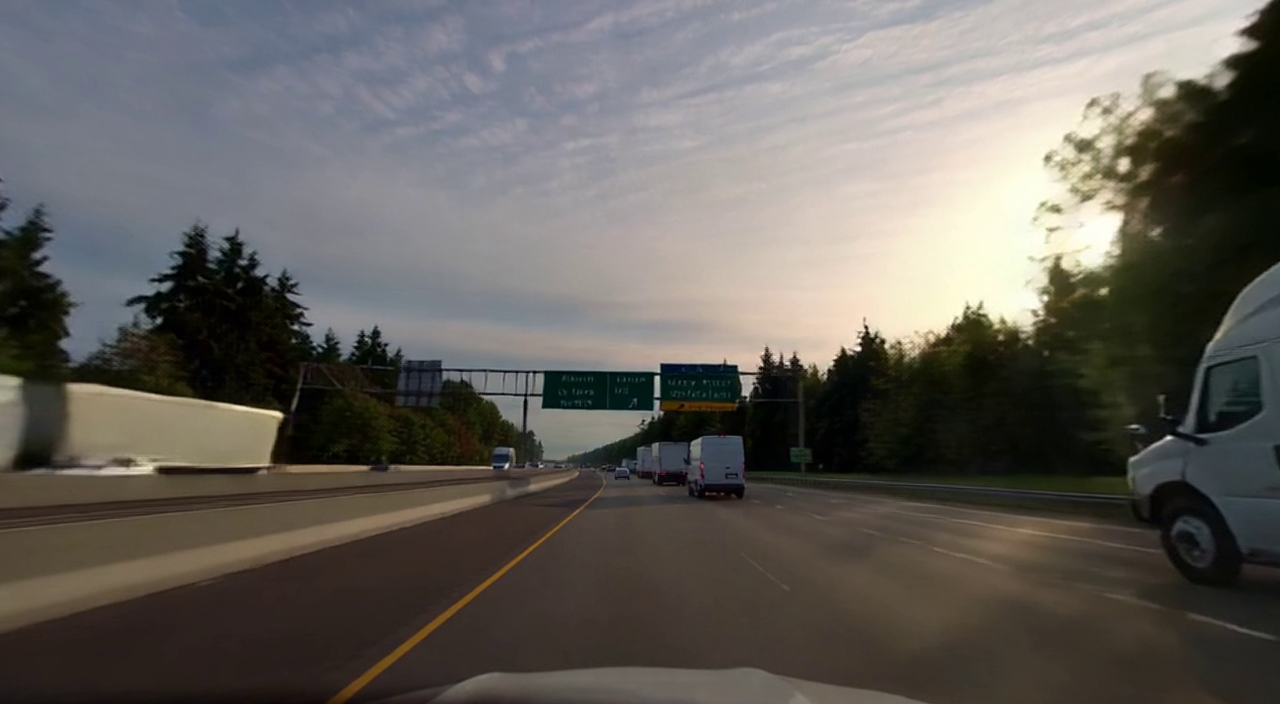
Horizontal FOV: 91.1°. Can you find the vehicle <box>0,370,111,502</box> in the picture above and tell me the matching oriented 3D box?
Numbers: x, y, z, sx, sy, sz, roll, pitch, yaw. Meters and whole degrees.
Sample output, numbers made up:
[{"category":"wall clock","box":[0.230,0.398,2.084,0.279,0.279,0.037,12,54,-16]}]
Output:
[{"category":"vehicle","box":[-21.108,2.713,20.063,2.923,3.992,5.858,1,-10,0]}]

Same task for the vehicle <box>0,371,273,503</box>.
[{"category":"vehicle","box":[-21.264,3.893,26.588,2.909,4.066,14.514,1,-10,-1]}]

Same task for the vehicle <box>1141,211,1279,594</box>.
[{"category":"vehicle","box":[8.200,0.306,5.291,2.973,3.981,5.821,0,-10,2]}]

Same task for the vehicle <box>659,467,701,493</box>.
[{"category":"vehicle","box":[2.316,7.596,37.462,2.081,1.453,4.300,1,-10,-2]}]

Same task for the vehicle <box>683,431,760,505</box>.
[{"category":"vehicle","box":[3.141,4.704,25.534,2.291,2.639,5.280,1,-10,-2]}]

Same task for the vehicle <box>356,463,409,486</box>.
[{"category":"vehicle","box":[-17.877,8.518,43.848,1.950,1.499,4.151,1,-10,-1]}]
